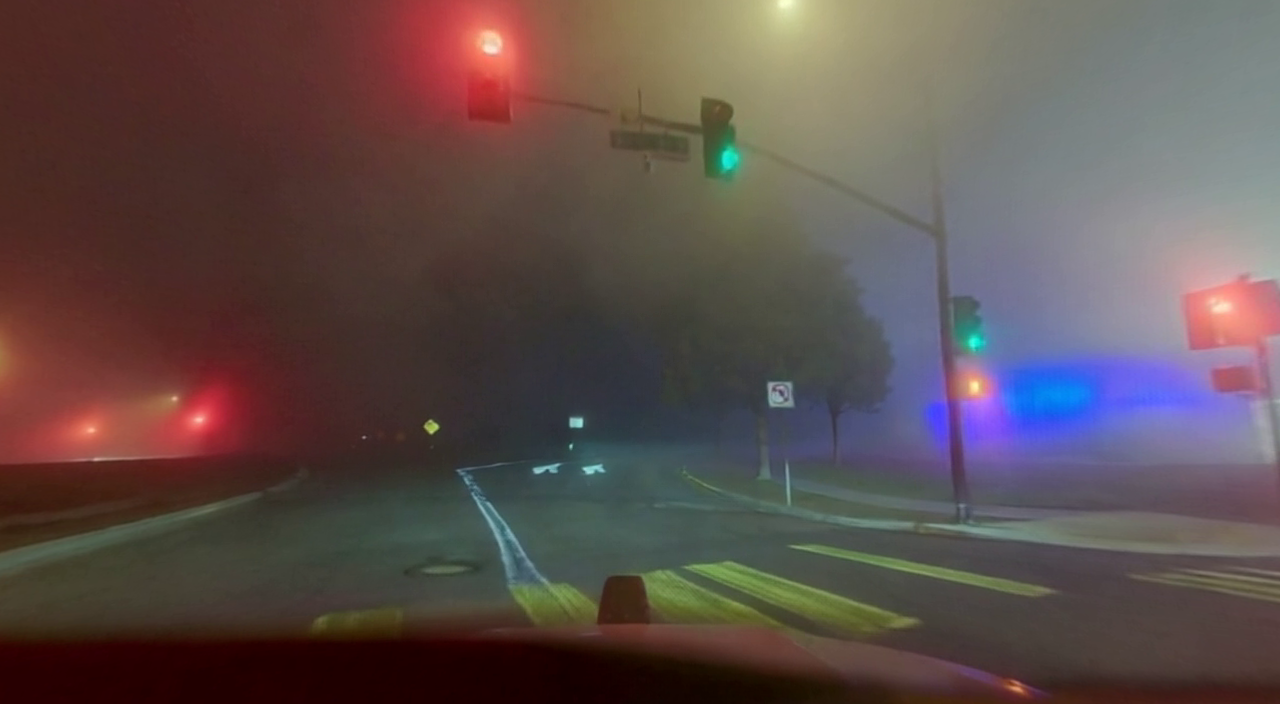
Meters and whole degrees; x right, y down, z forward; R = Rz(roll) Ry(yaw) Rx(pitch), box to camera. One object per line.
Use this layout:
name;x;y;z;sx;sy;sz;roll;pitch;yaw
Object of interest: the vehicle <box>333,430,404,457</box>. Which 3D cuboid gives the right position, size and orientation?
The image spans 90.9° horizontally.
vehicle;-20.592;6.993;47.728;5.570;1.923;2.336;-6;-11;35
